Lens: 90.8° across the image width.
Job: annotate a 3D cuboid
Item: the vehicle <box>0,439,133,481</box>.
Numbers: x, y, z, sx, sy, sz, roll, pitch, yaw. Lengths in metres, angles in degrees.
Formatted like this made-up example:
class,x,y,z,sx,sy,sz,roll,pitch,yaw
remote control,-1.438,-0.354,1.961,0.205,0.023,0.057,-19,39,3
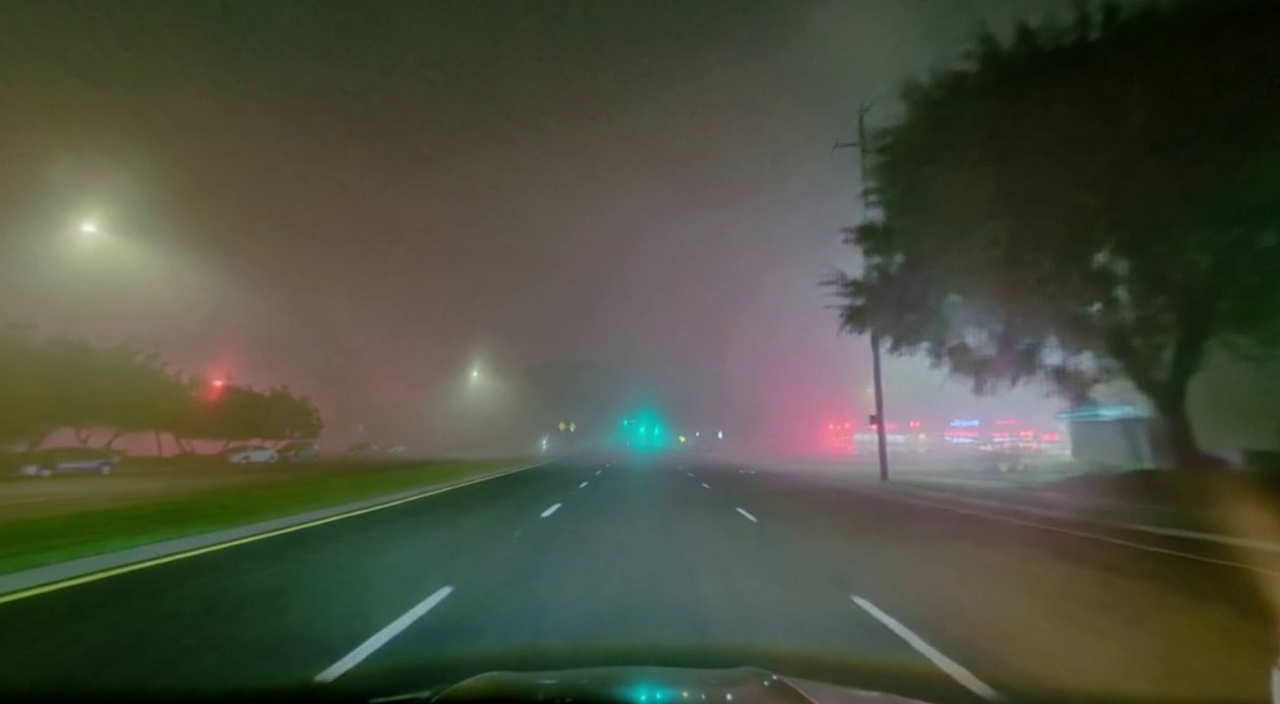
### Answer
class,x,y,z,sx,sy,sz,roll,pitch,yaw
vehicle,-22.258,4.077,24.256,1.771,1.445,4.321,-1,-8,4

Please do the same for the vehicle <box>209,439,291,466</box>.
class,x,y,z,sx,sy,sz,roll,pitch,yaw
vehicle,-22.432,5.784,36.522,1.846,1.452,4.484,-1,-8,0

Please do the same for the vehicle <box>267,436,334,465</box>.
class,x,y,z,sx,sy,sz,roll,pitch,yaw
vehicle,-22.335,6.530,41.718,1.902,1.609,4.689,-6,-9,-1
